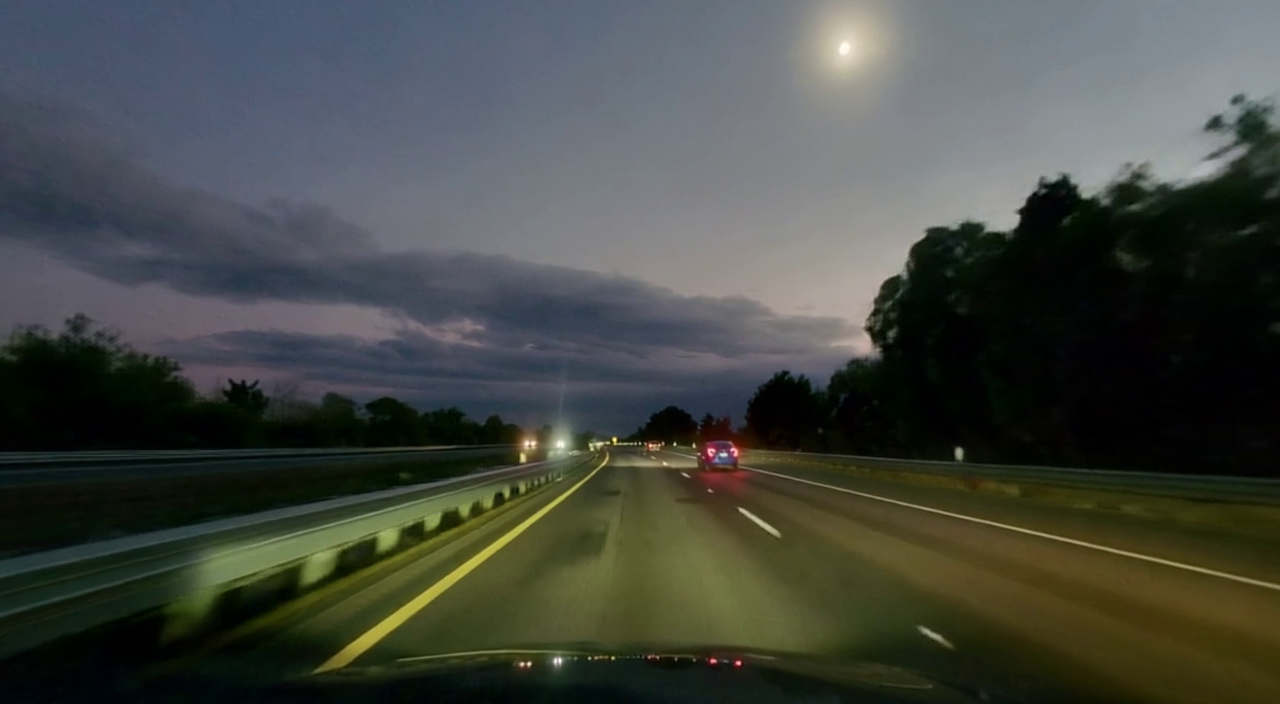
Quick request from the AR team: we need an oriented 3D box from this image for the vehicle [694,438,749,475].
[{"bbox_3d":[3.620,4.726,28.654,1.945,1.538,3.729,0,-8,-1],"label":"vehicle"}]
